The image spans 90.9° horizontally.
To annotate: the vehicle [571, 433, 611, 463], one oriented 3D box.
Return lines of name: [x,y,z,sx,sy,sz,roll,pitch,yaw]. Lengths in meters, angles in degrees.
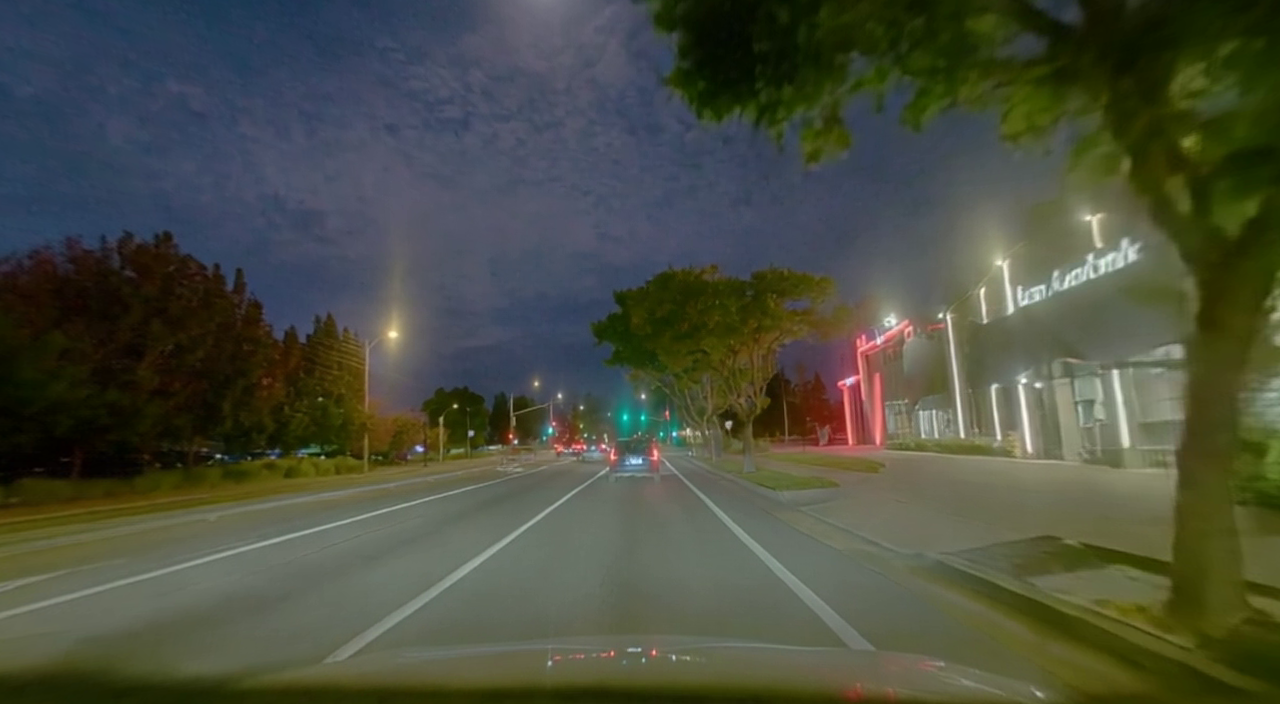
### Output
vehicle: [-3.168,6.359,42.116,2.064,1.859,5.154,0,-8,2]

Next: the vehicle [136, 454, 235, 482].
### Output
vehicle: [-26.312,6.673,36.539,4.553,1.479,1.768,-1,-8,7]

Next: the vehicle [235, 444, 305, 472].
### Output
vehicle: [-24.450,7.012,41.843,1.791,1.724,4.432,0,-8,2]

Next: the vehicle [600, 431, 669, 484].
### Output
vehicle: [-0.140,3.558,21.585,2.108,1.612,4.246,0,-8,1]
